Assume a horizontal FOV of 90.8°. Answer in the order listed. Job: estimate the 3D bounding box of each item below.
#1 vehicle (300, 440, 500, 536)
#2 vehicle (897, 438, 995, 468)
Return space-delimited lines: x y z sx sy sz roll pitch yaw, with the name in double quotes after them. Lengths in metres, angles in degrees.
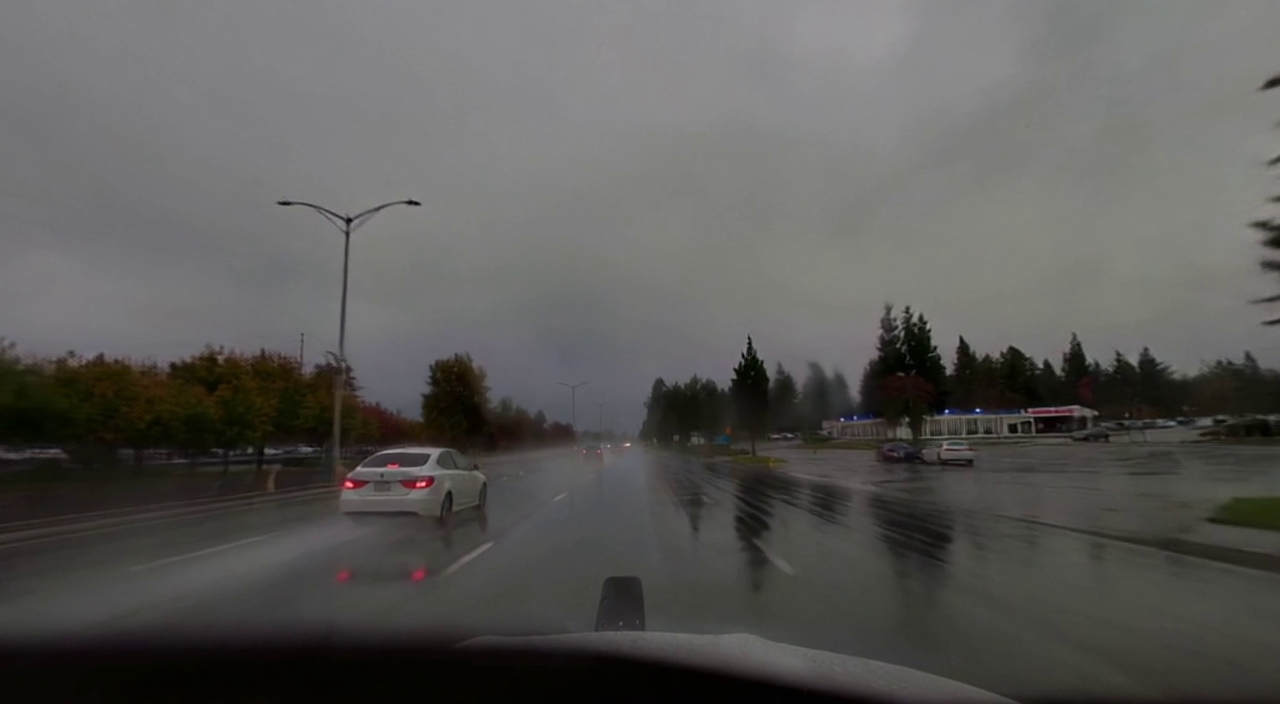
-4.176 2.421 11.941 2.003 1.454 4.484 0 -9 0 "vehicle"
16.117 5.329 33.408 4.197 1.466 1.930 0 -9 -2 "vehicle"
